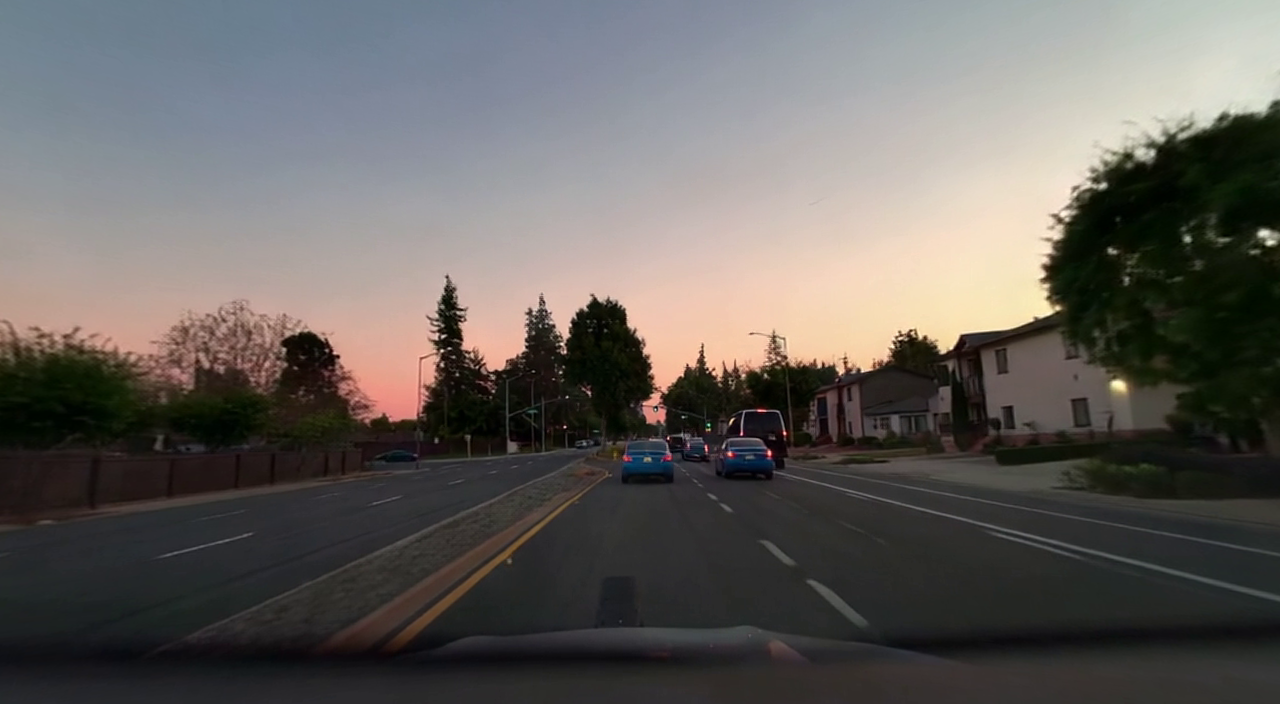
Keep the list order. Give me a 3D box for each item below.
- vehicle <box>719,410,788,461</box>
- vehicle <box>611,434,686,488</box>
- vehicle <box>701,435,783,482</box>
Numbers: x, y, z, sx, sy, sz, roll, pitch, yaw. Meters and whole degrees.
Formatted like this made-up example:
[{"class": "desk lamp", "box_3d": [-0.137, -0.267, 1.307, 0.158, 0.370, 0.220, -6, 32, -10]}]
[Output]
[{"class": "vehicle", "box_3d": [7.951, 6.234, 46.246, 2.940, 3.202, 12.480, 0, -9, 1]}, {"class": "vehicle", "box_3d": [0.236, 3.339, 19.656, 2.093, 1.497, 4.010, 0, -9, 0]}, {"class": "vehicle", "box_3d": [3.550, 3.816, 22.869, 2.161, 1.519, 4.568, 0, -9, 0]}]
